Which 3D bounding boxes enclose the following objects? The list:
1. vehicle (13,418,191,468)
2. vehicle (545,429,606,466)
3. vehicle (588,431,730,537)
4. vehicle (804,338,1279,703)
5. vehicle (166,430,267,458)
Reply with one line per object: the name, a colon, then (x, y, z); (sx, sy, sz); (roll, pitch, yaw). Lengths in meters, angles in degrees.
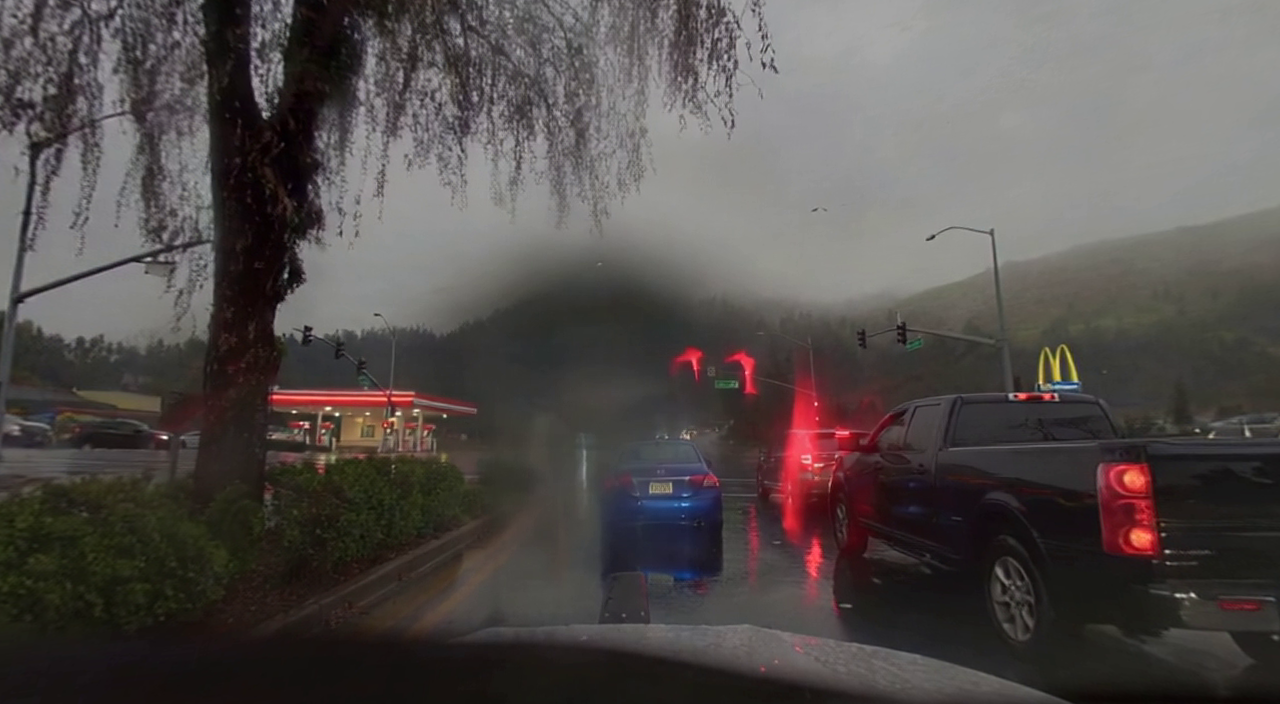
vehicle: (-19.671, 3.361, 23.204); (4.742, 1.720, 2.107); (-1, -8, 5)
vehicle: (-3.659, 5.614, 37.138); (2.615, 2.031, 5.638); (-1, -8, 4)
vehicle: (0.276, 2.184, 11.025); (2.027, 1.494, 3.824); (0, -8, 0)
vehicle: (3.537, 1.302, 6.082); (2.277, 1.871, 6.143); (0, -8, 0)
vehicle: (-23.096, 5.034, 34.483); (4.326, 1.420, 1.798); (-1, -8, 4)
